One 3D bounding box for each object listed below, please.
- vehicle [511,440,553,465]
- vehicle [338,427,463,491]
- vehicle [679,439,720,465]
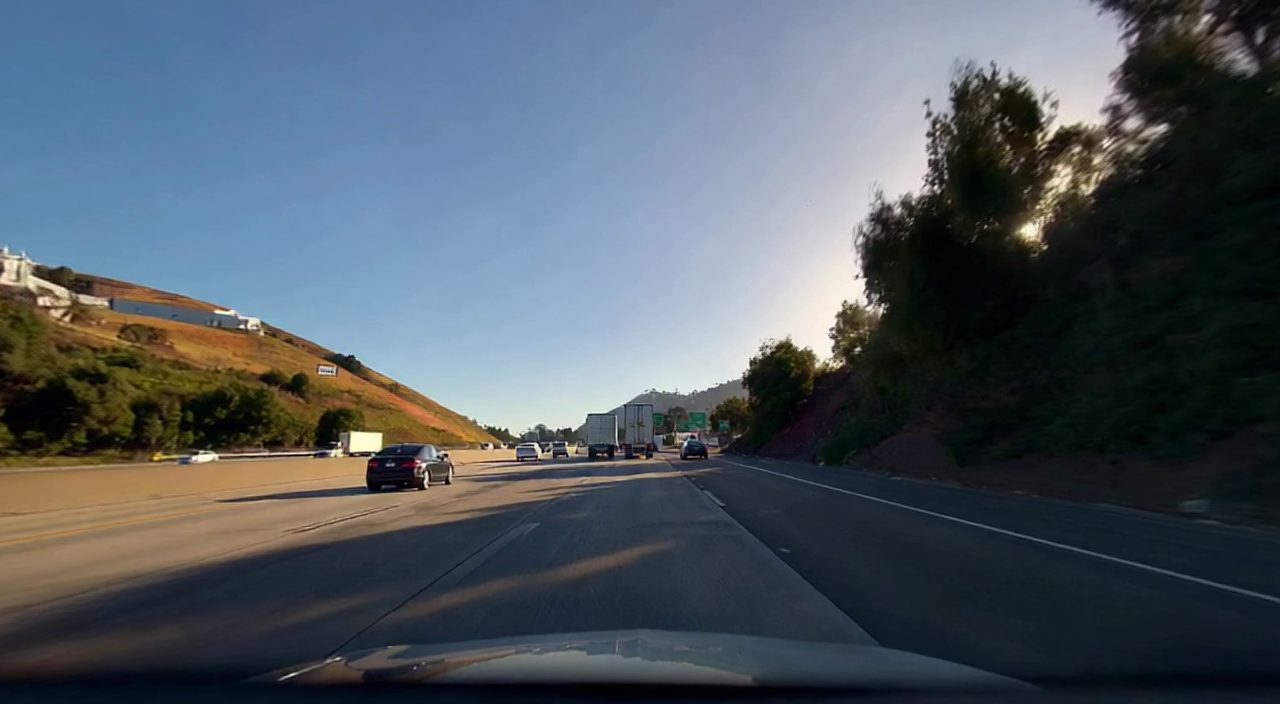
[{"bbox_3d":[-6.826,6.421,40.409,1.891,1.460,4.506,0,-8,0],"label":"vehicle"},{"bbox_3d":[-7.287,3.292,19.766,2.122,1.754,4.379,0,-9,1],"label":"vehicle"},{"bbox_3d":[3.593,6.120,38.799,2.006,1.452,4.246,0,-8,-1],"label":"vehicle"}]
